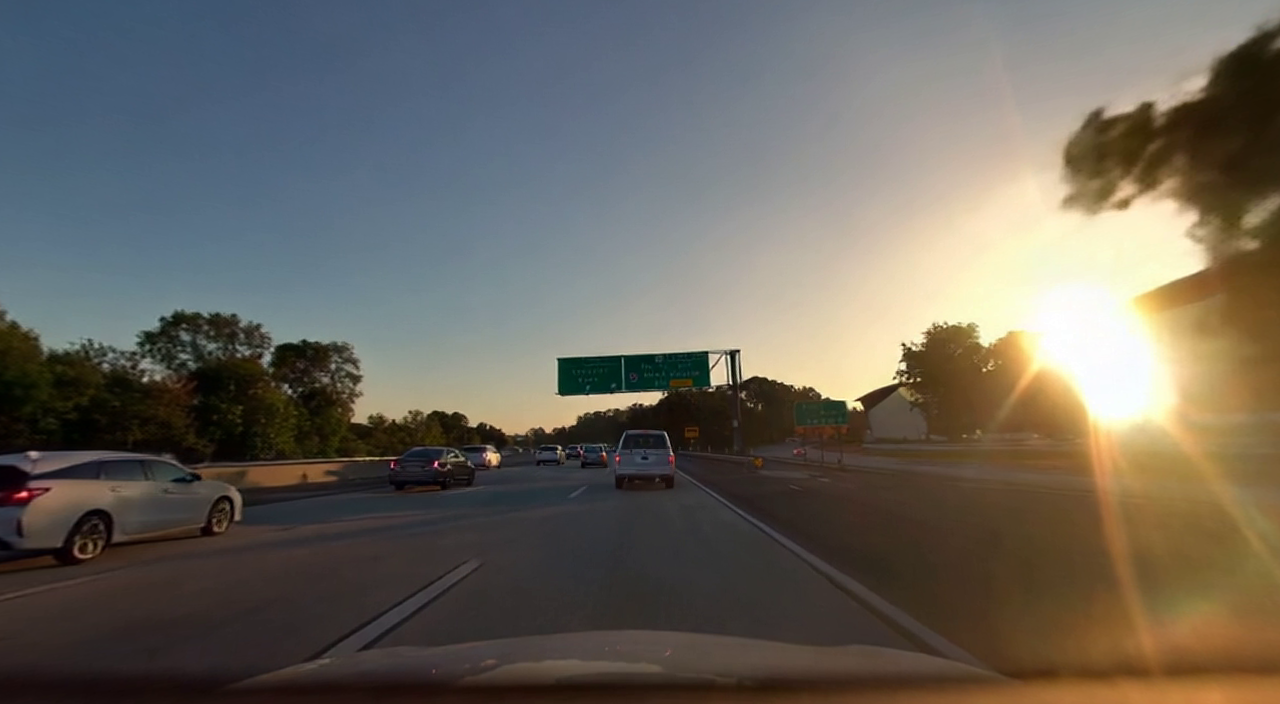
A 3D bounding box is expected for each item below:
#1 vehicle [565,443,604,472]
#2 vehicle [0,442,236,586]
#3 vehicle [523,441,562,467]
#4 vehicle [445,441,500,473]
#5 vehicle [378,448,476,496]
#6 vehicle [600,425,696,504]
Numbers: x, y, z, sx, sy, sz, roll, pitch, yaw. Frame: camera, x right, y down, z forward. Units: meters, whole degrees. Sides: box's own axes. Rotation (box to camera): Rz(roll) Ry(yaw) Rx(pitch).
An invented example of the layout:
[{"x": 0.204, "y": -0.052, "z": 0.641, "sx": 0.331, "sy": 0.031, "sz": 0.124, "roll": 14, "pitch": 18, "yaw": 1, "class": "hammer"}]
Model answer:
[{"x": -3.331, "y": 6.432, "z": 38.526, "sx": 1.952, "sy": 1.649, "sz": 4.131, "roll": 0, "pitch": -9, "yaw": 1, "class": "vehicle"}, {"x": -7.455, "y": 1.886, "z": 7.941, "sx": 1.864, "sy": 1.458, "sz": 4.295, "roll": 0, "pitch": -9, "yaw": 0, "class": "vehicle"}, {"x": -7.363, "y": 7.761, "z": 48.045, "sx": 2.106, "sy": 1.816, "sz": 4.936, "roll": 0, "pitch": -9, "yaw": 0, "class": "vehicle"}, {"x": -11.121, "y": 6.992, "z": 42.296, "sx": 2.157, "sy": 1.941, "sz": 5.544, "roll": 0, "pitch": -9, "yaw": 0, "class": "vehicle"}, {"x": -7.212, "y": 4.073, "z": 21.841, "sx": 1.869, "sy": 1.466, "sz": 4.217, "roll": 0, "pitch": -9, "yaw": 1, "class": "vehicle"}, {"x": 0.198, "y": 2.856, "z": 16.302, "sx": 2.152, "sy": 1.779, "sz": 3.924, "roll": 0, "pitch": -9, "yaw": 1, "class": "vehicle"}]
